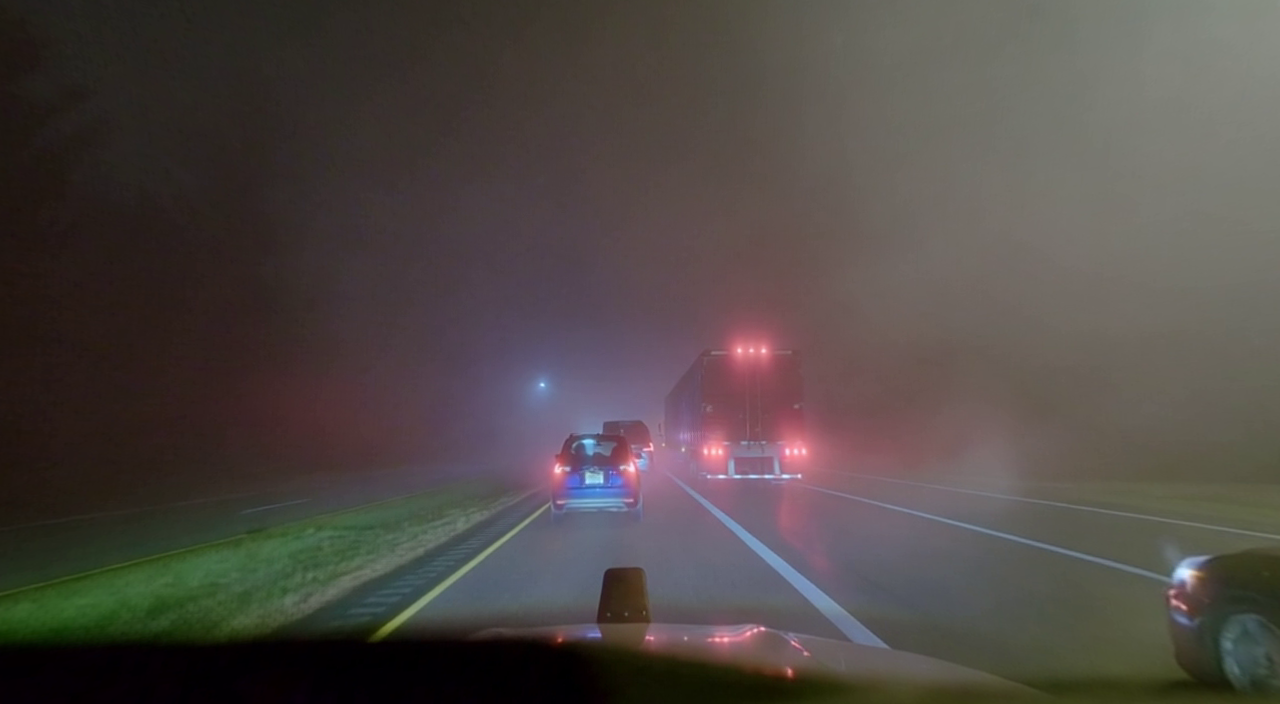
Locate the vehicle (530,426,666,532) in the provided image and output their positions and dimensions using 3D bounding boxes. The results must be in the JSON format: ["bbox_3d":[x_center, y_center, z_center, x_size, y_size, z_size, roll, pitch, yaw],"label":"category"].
[{"bbox_3d":[-0.653,2.177,11.393,2.009,1.554,4.013,0,-8,-1],"label":"vehicle"}]

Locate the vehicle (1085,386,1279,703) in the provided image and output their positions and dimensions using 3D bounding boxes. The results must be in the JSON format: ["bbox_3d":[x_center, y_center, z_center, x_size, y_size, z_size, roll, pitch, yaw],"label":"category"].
[{"bbox_3d":[3.580,0.710,1.253,1.960,1.515,4.713,0,-8,1],"label":"vehicle"}]

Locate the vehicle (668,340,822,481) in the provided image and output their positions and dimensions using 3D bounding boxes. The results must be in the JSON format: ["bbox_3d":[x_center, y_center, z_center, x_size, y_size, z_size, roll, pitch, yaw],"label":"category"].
[{"bbox_3d":[3.533,2.927,27.520,3.591,4.290,16.696,0,-8,-1],"label":"vehicle"}]
